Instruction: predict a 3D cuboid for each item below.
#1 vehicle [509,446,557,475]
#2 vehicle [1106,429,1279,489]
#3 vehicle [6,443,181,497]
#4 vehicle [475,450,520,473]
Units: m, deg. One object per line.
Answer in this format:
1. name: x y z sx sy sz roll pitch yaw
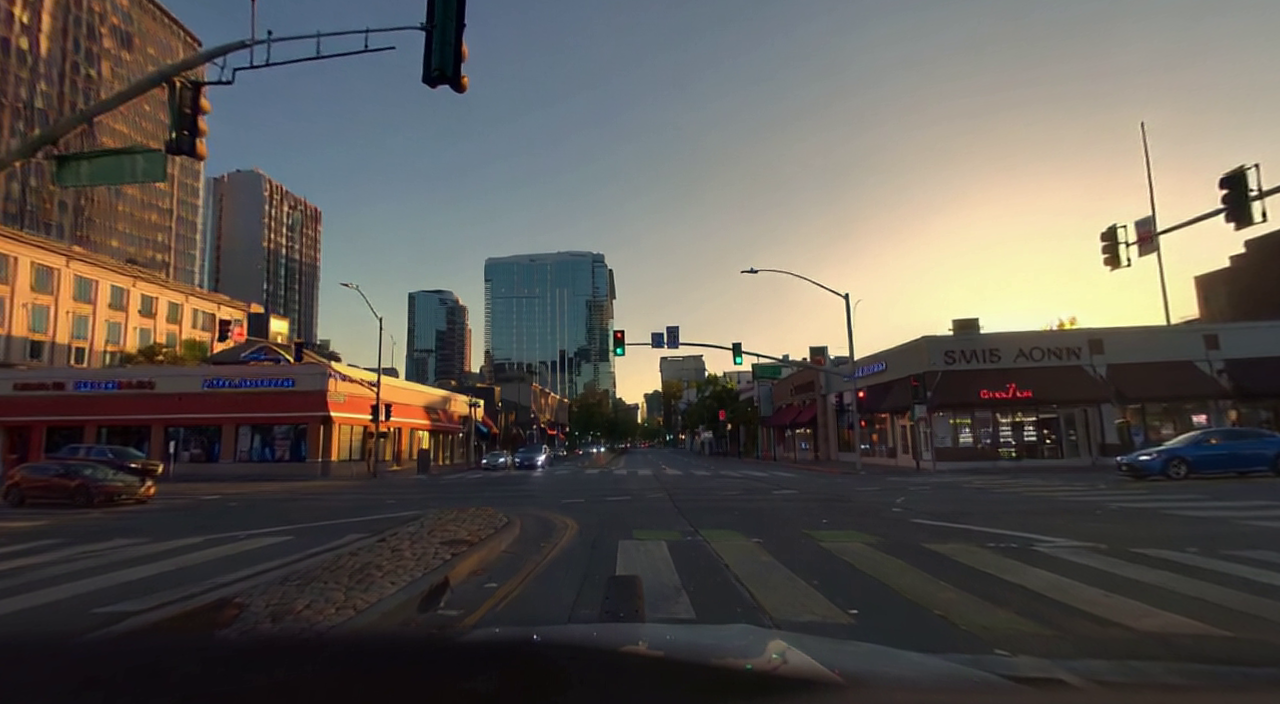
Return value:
1. vehicle: -6.782 6.915 40.586 2.181 1.703 4.512 -1 -9 1
2. vehicle: 15.418 2.799 16.602 4.651 1.463 1.880 -2 -9 8
3. vehicle: -21.158 4.543 24.585 5.161 1.910 2.275 -2 -9 11
4. vehicle: -9.846 7.607 44.002 2.106 1.505 4.228 0 -9 0
